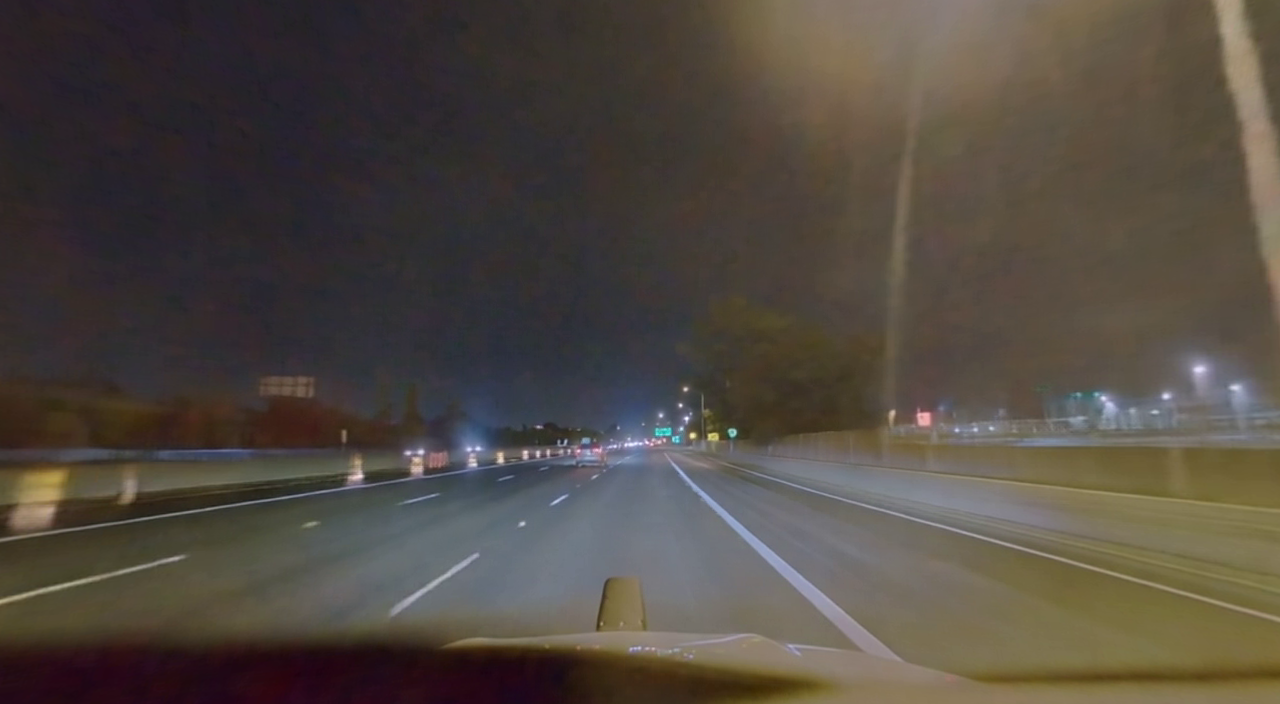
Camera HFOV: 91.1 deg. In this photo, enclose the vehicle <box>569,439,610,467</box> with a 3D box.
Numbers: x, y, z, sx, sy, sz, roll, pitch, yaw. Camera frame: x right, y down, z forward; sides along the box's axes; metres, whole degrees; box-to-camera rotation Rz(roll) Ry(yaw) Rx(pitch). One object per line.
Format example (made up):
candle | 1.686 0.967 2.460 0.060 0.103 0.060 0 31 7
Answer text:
vehicle | -3.052 6.195 38.690 2.078 1.629 4.059 0 -8 1
